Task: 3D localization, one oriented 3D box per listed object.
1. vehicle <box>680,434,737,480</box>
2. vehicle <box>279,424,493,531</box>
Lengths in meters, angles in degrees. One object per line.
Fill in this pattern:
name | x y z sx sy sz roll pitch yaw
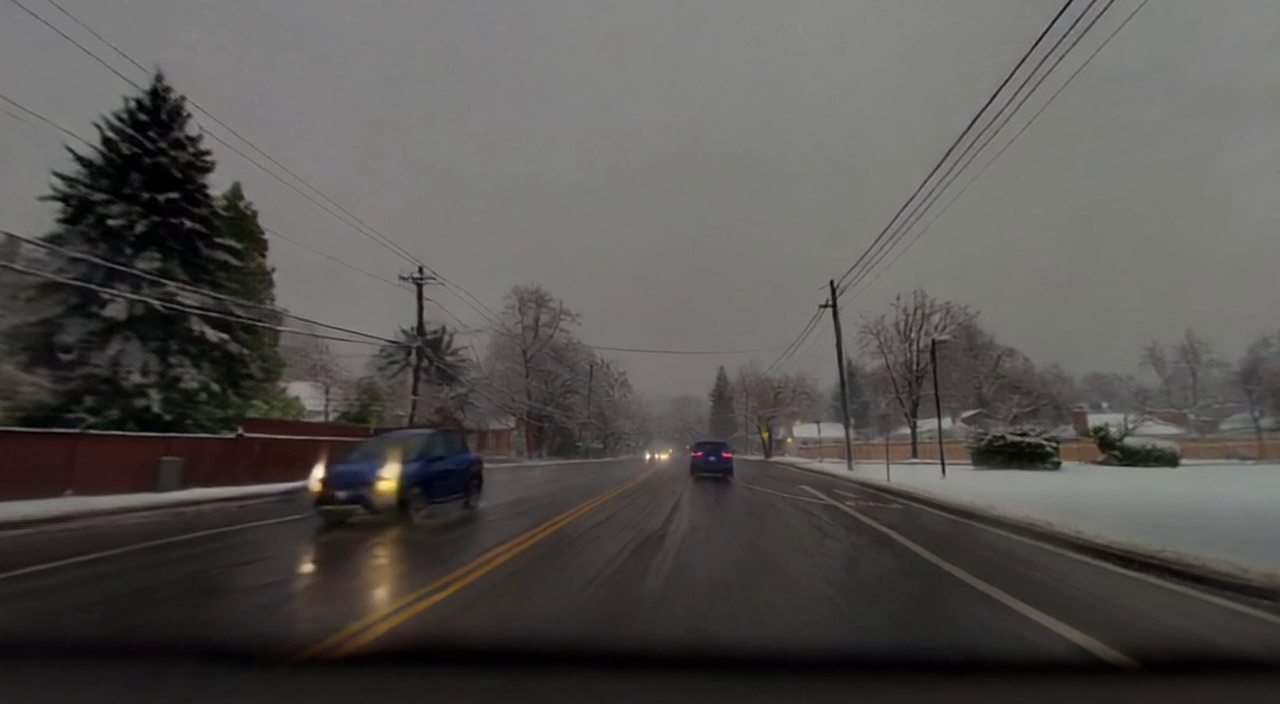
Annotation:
vehicle | 2.730 4.235 25.728 2.139 1.699 3.916 -1 -8 5
vehicle | -4.539 2.305 12.220 2.226 1.664 4.342 0 -8 1
